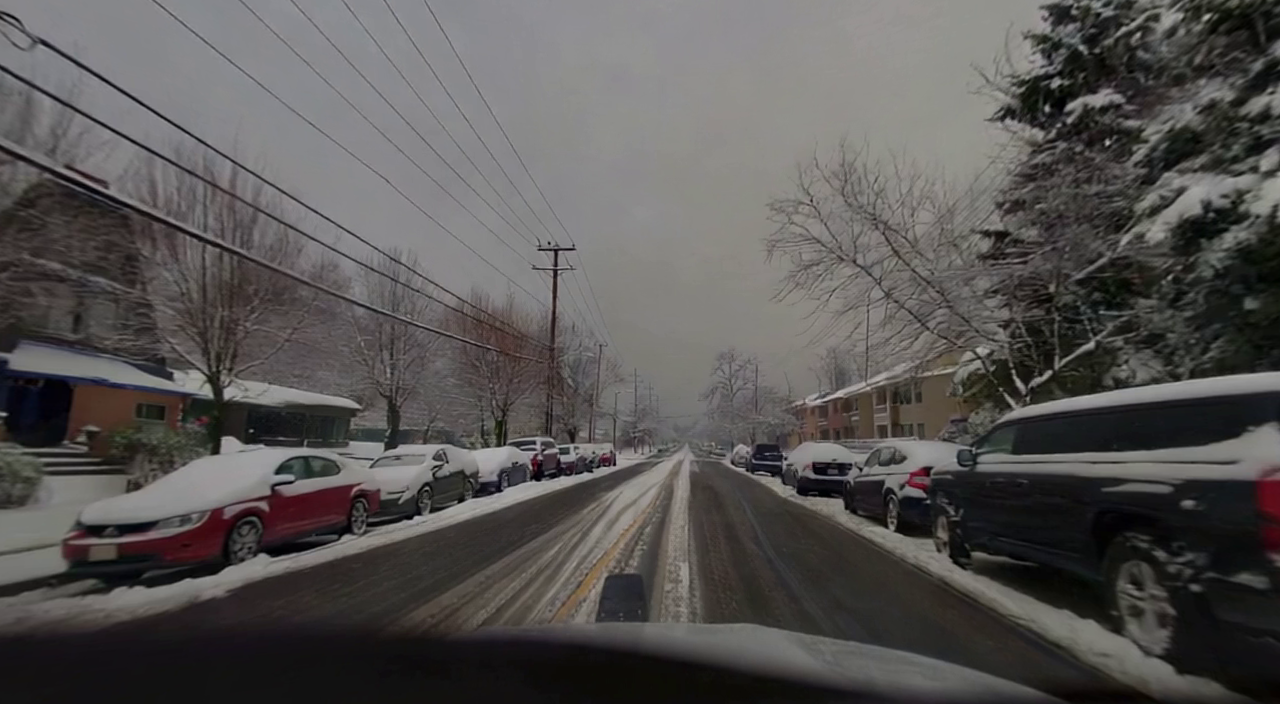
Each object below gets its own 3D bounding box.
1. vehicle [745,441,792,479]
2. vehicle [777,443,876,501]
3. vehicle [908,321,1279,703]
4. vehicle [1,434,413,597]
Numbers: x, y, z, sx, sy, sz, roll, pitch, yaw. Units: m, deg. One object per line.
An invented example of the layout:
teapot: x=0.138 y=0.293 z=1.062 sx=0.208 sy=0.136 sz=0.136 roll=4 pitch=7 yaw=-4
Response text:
vehicle: x=6.499 y=5.476 z=32.338 sx=1.936 sy=1.756 sz=4.127 roll=-1 pitch=-9 yaw=6
vehicle: x=5.681 y=3.669 z=19.890 sx=1.910 sy=1.567 sz=4.856 roll=0 pitch=-9 yaw=4
vehicle: x=4.722 y=1.284 z=5.758 sx=2.407 sy=2.088 sz=5.951 roll=-1 pitch=-9 yaw=5
vehicle: x=-4.978 y=1.861 z=8.425 sx=1.950 sy=1.494 sz=4.816 roll=0 pitch=-7 yaw=2
